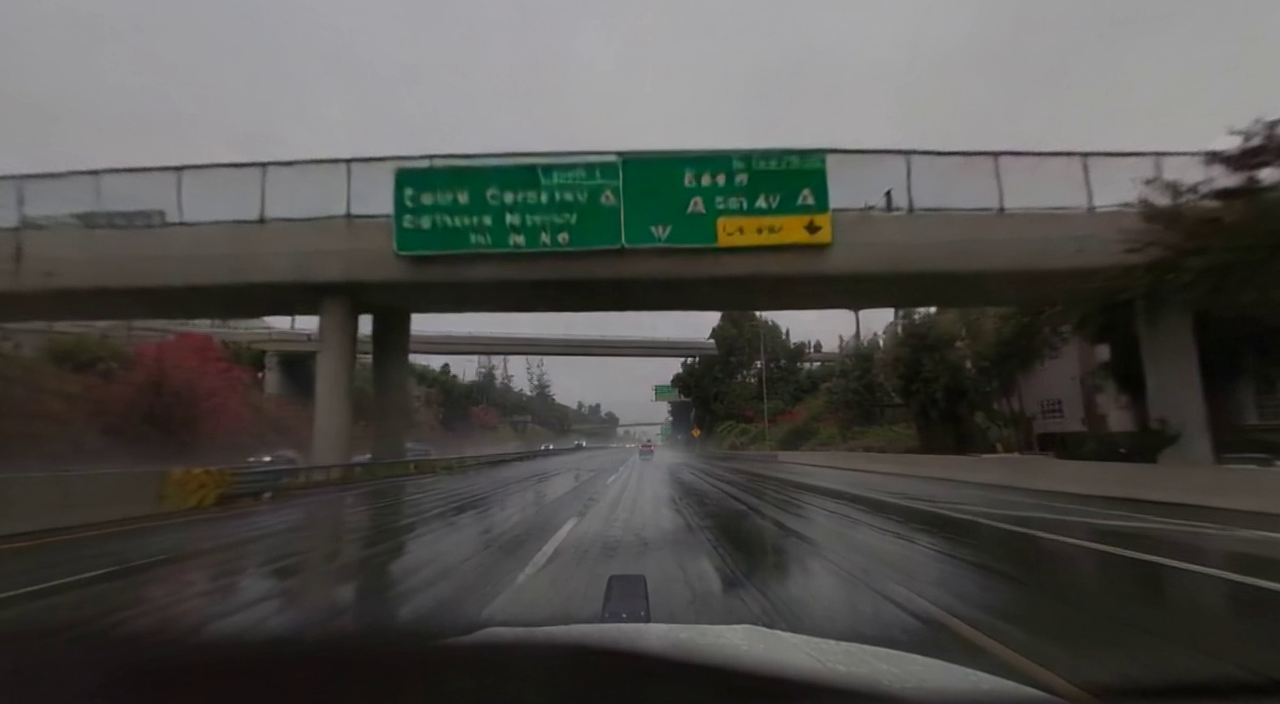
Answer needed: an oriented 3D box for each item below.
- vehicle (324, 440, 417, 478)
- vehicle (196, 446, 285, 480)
[{"bbox_3d":[-11.674,4.639,27.650,2.119,1.544,4.304,0,-8,1],"label":"vehicle"},{"bbox_3d":[-21.209,5.870,33.723,1.873,1.666,4.269,0,-8,0],"label":"vehicle"}]
